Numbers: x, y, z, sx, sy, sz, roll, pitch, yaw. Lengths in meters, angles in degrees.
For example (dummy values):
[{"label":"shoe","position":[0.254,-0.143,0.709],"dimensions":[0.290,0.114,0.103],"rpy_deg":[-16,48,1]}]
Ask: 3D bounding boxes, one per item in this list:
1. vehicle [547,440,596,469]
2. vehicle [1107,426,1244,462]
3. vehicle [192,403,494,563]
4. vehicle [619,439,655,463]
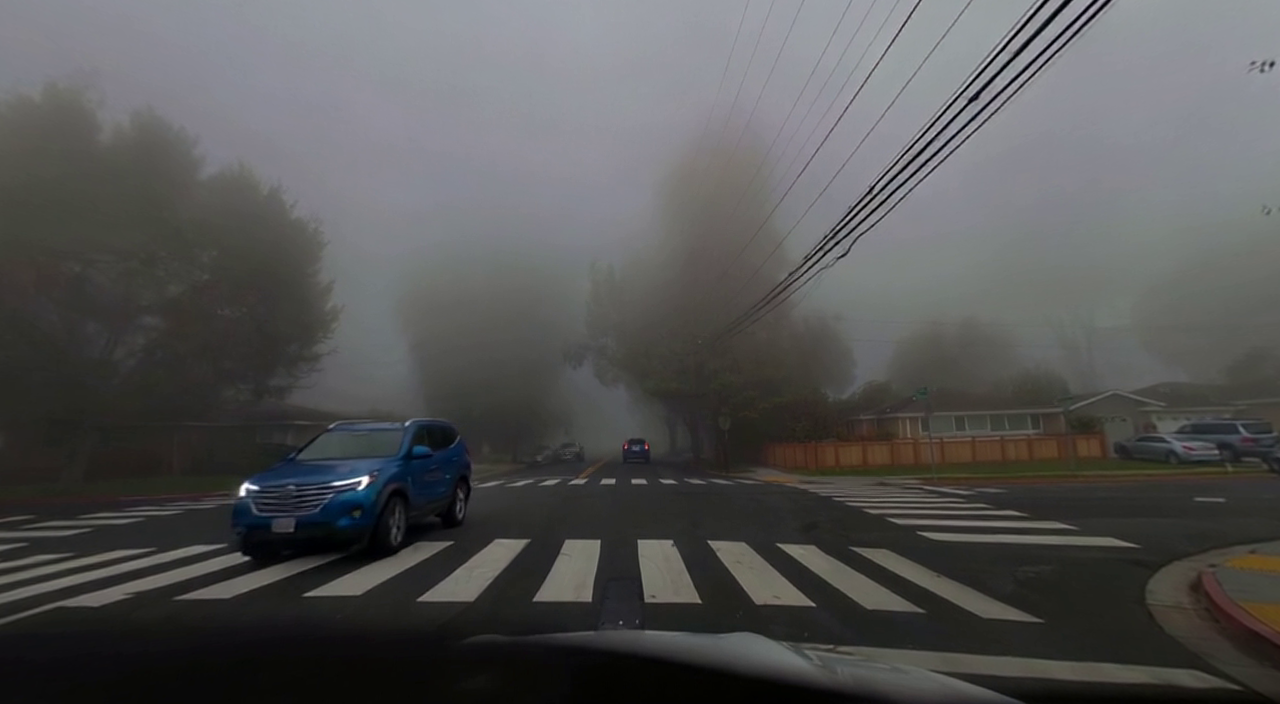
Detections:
[{"label":"vehicle","position":[-3.607,5.491,34.019],"dimensions":[2.102,1.463,4.024],"rpy_deg":[0,-8,1]},{"label":"vehicle","position":[23.416,4.056,27.912],"dimensions":[1.841,1.448,4.688],"rpy_deg":[0,-8,-1]},{"label":"vehicle","position":[-3.849,1.798,9.406],"dimensions":[2.330,1.768,4.553],"rpy_deg":[0,-8,-1]},{"label":"vehicle","position":[-0.216,6.463,41.364],"dimensions":[2.209,1.501,4.208],"rpy_deg":[0,-8,-1]}]
